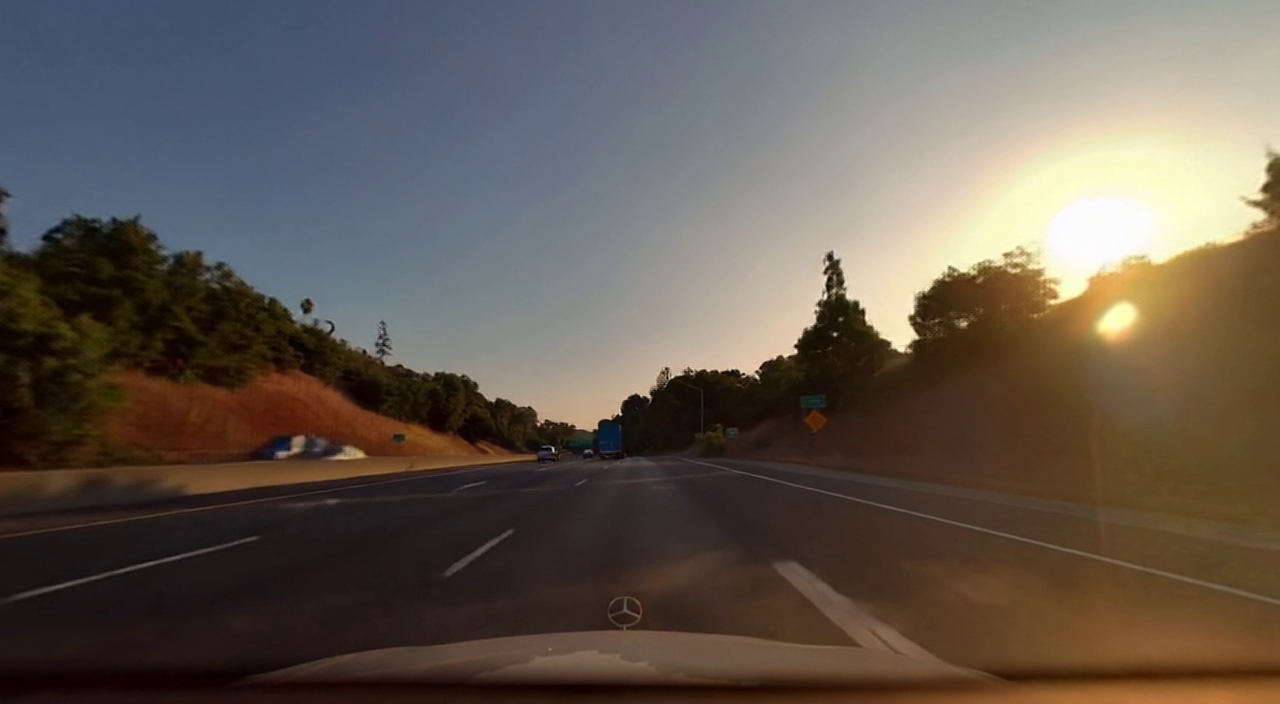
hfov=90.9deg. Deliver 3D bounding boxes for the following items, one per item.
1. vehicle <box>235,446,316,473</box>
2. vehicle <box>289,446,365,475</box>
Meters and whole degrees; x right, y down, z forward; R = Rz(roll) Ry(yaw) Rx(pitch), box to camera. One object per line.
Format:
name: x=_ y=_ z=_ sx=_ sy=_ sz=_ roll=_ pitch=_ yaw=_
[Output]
vehicle: x=-25.112 y=7.392 z=43.766 sx=2.211 sy=1.716 sz=5.927 roll=0 pitch=-8 yaw=-2
vehicle: x=-17.580 y=6.085 z=35.686 sx=1.920 sy=1.472 sz=4.734 roll=0 pitch=-8 yaw=0
